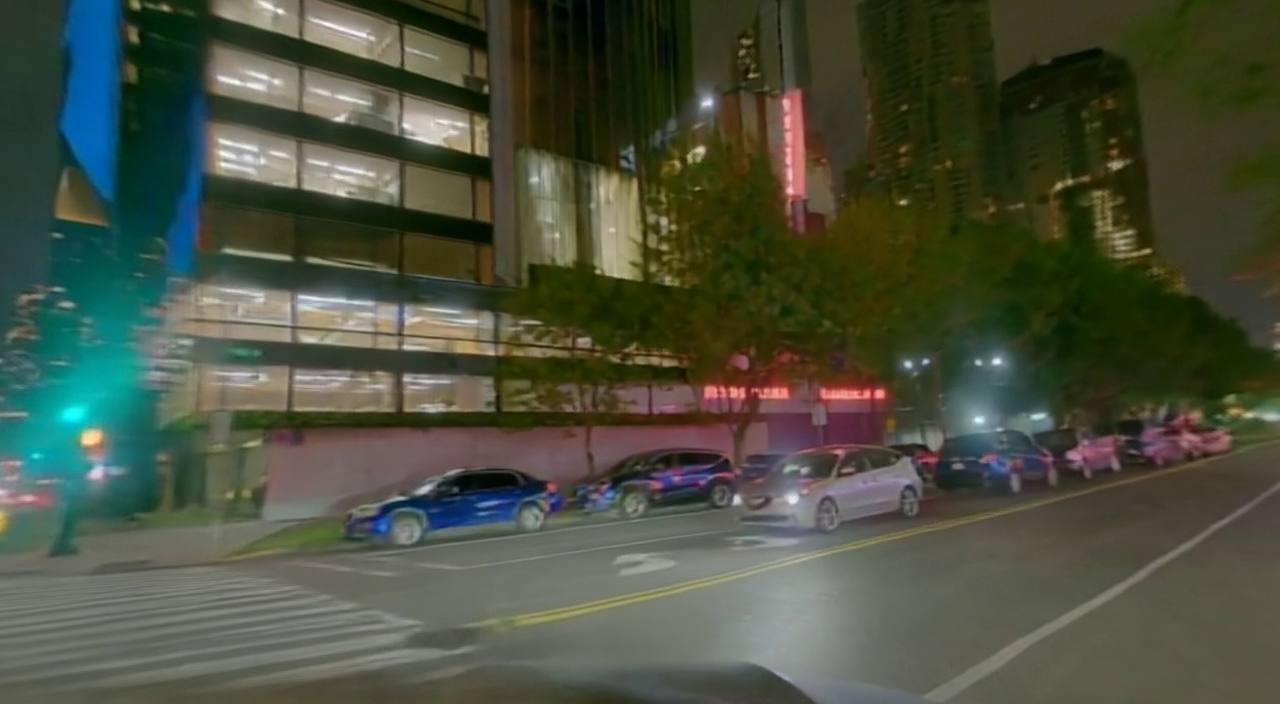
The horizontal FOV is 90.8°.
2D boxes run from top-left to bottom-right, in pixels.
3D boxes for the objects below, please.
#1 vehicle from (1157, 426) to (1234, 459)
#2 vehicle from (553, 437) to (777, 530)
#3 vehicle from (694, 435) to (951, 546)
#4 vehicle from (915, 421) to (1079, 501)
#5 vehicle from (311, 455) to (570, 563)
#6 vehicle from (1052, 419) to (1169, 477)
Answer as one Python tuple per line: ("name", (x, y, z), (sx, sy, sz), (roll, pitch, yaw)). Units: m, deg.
("vehicle", (29.455, 4.779, 33.458), (4.783, 1.621, 2.266), (6, -11, -40))
("vehicle", (0.855, 3.497, 17.460), (6.107, 2.086, 2.348), (6, -14, -41))
("vehicle", (3.433, 2.304, 11.390), (4.888, 1.558, 2.017), (6, -11, -40))
("vehicle", (9.525, 2.838, 16.731), (4.573, 1.814, 2.173), (6, -12, -40))
("vehicle", (-4.023, 3.183, 13.249), (4.705, 1.732, 1.996), (7, -17, -41))
("vehicle", (16.918, 3.416, 22.656), (4.472, 1.848, 2.225), (6, -10, -40))
